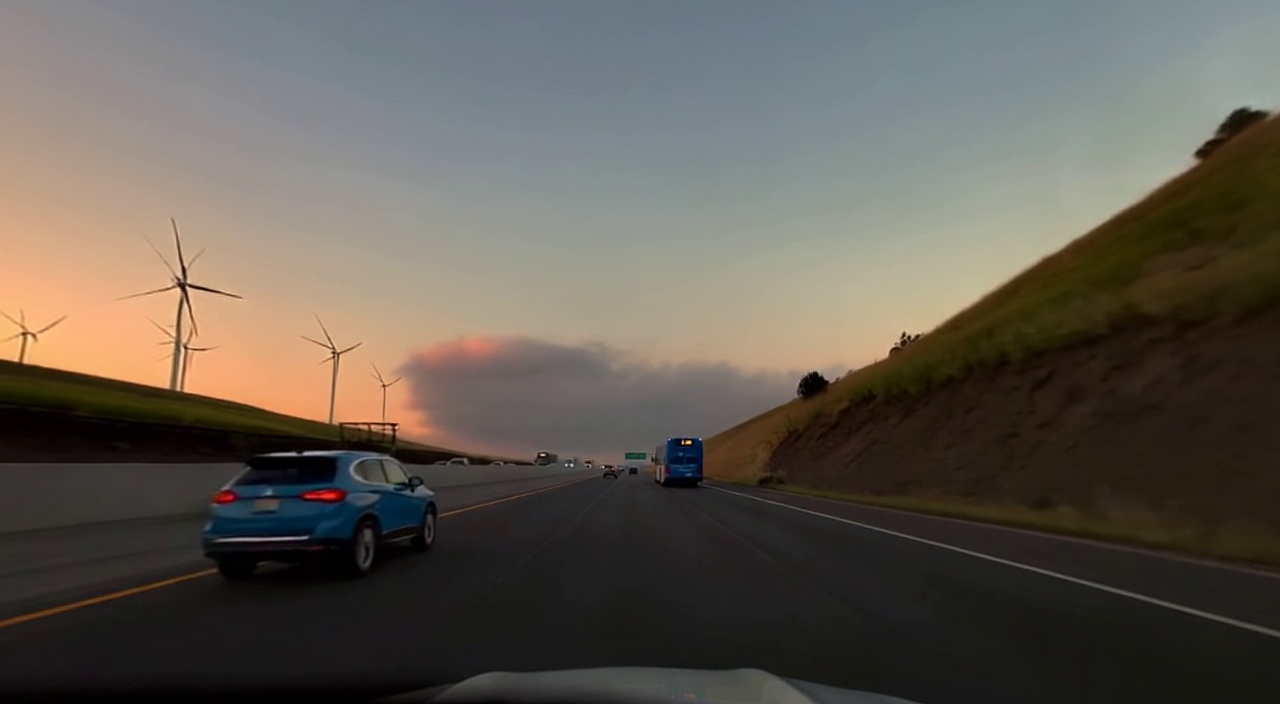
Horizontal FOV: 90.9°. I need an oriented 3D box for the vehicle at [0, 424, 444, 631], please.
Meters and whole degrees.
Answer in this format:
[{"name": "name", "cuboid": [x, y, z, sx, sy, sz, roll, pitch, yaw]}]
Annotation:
[{"name": "vehicle", "cuboid": [-4.017, 1.768, 7.123, 2.213, 1.568, 4.274, 1, -10, 0]}]
